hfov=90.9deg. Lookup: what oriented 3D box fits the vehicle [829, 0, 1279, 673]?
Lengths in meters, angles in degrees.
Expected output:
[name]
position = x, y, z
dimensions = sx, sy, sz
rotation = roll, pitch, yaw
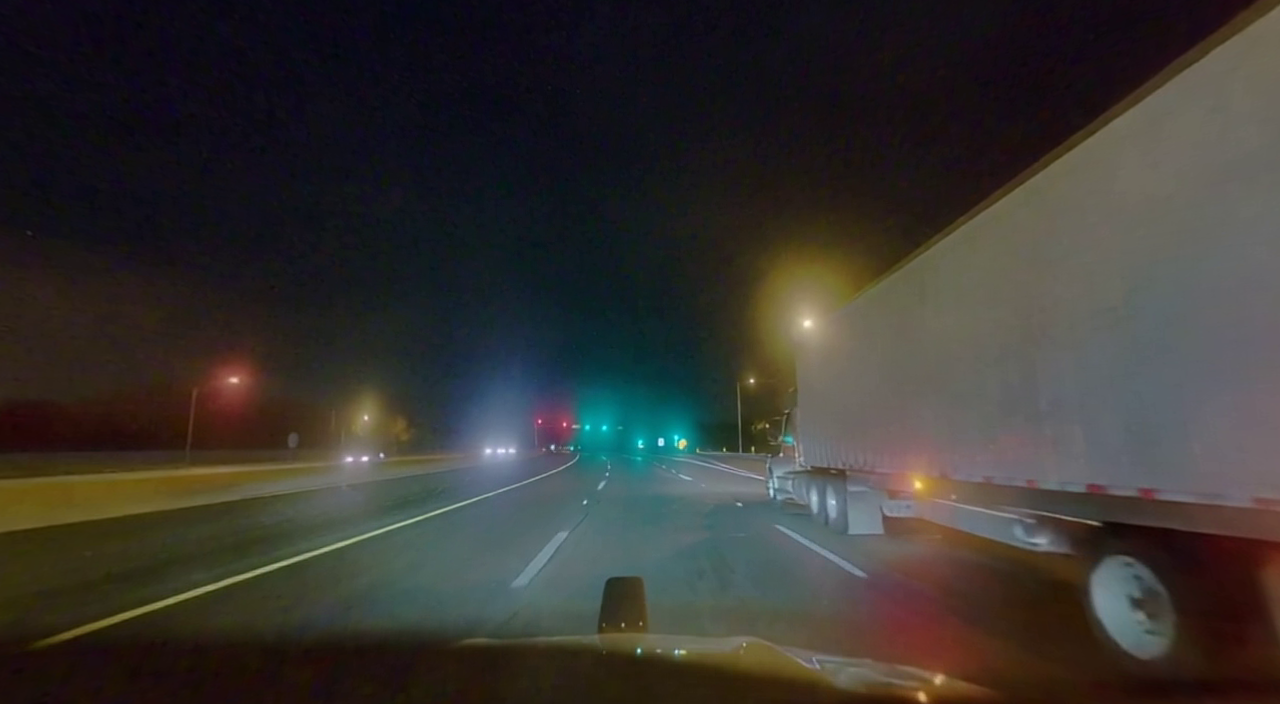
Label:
[vehicle]
position = 5.330, -0.001, 5.252
dimensions = 2.932, 4.205, 18.253
rotation = 0, -8, 3
